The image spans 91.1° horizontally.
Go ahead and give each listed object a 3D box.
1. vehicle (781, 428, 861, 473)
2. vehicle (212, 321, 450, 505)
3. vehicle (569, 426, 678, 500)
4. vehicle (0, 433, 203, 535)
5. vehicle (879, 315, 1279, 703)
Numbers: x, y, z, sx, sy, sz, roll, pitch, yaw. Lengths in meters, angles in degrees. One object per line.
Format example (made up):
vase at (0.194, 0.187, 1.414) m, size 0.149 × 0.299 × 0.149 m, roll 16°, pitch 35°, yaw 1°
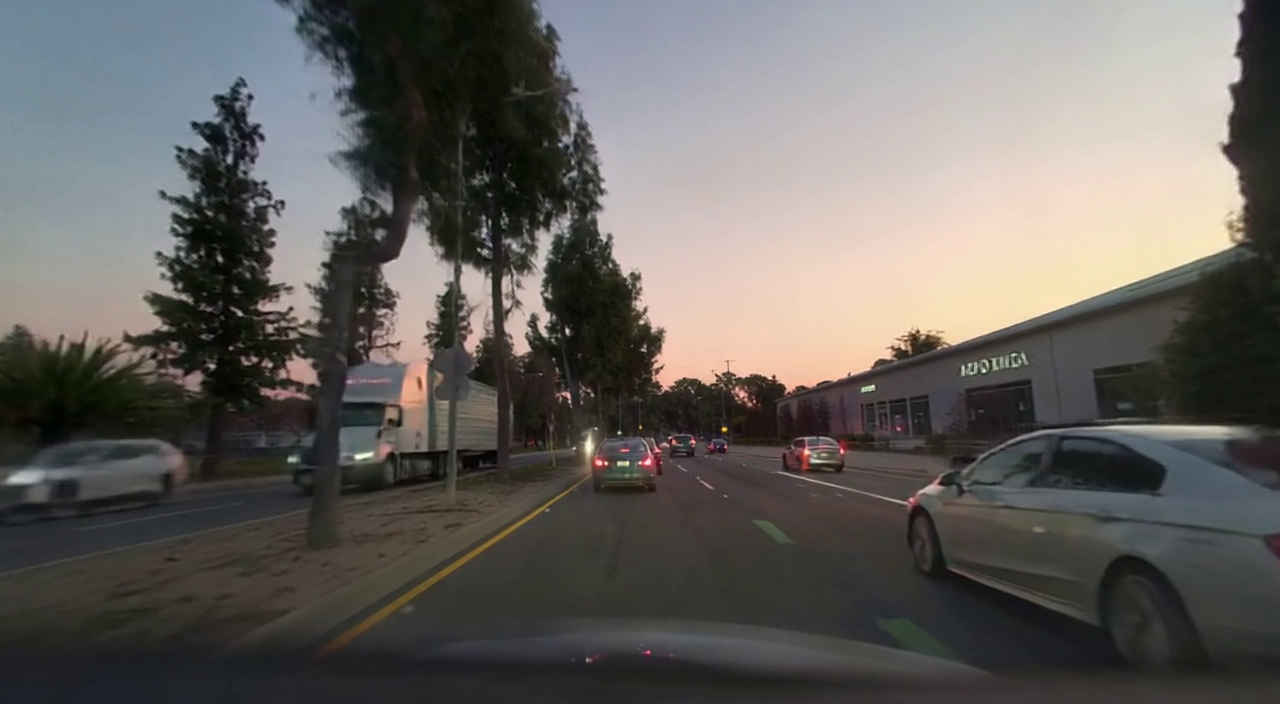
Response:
vehicle at (7.716, 4.264, 27.208) m, size 2.090 × 1.768 × 4.407 m, roll 0°, pitch -8°, yaw 0°
vehicle at (-8.138, 1.882, 17.976) m, size 3.021 × 4.215 × 7.024 m, roll 0°, pitch -8°, yaw 1°
vehicle at (-0.363, 2.668, 15.440) m, size 2.315 × 1.563 × 4.080 m, roll 0°, pitch -8°, yaw 0°
vehicle at (-12.038, 2.656, 13.367) m, size 2.058 × 1.759 × 4.577 m, roll 0°, pitch -8°, yaw 1°
vehicle at (3.619, 1.015, 4.370) m, size 2.090 × 1.763 × 4.560 m, roll 0°, pitch -8°, yaw 0°
